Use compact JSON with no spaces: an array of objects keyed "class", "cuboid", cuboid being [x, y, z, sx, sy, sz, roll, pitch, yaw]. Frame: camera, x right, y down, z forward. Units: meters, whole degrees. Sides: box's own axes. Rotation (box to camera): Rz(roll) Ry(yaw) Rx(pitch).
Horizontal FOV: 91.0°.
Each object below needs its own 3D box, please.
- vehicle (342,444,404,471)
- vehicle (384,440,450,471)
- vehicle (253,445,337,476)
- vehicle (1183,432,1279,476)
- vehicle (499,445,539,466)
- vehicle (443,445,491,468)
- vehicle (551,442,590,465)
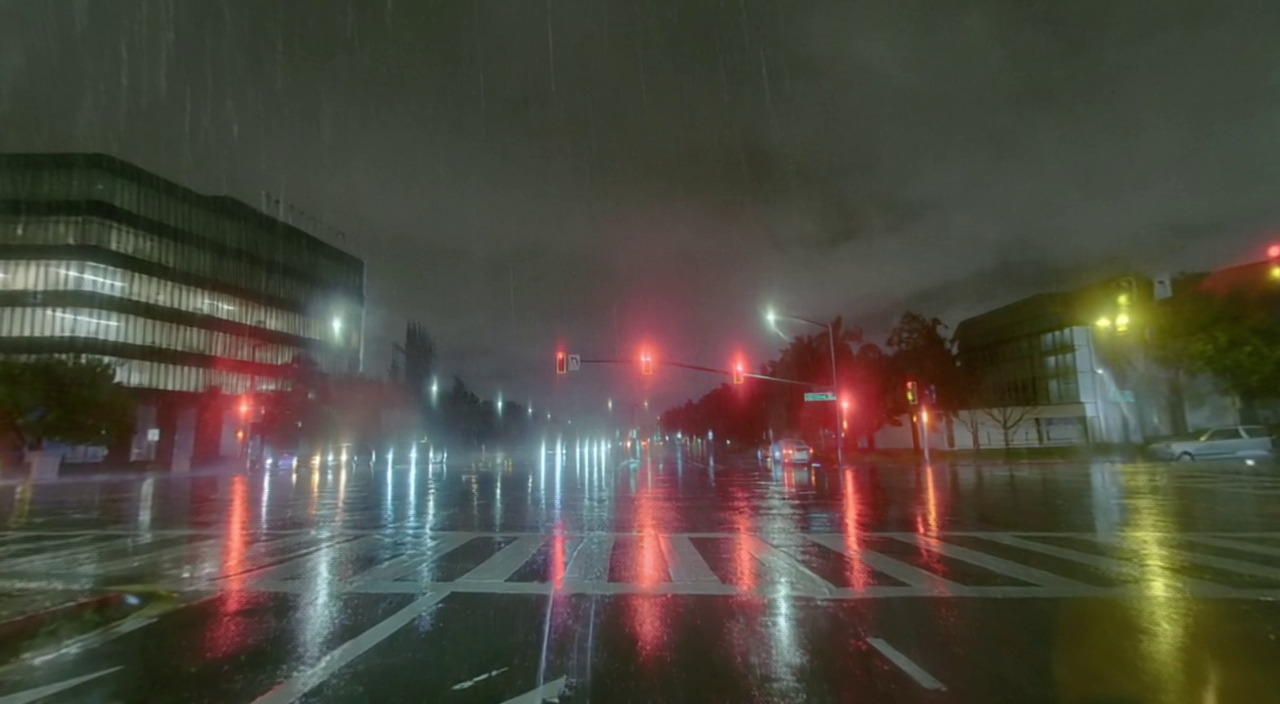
[{"class":"vehicle","cuboid":[-18.565,7.341,44.000,2.237,1.801,4.541,0,-9,1]},{"class":"vehicle","cuboid":[-15.152,7.038,43.165,2.340,1.946,5.450,0,-9,2]},{"class":"vehicle","cuboid":[-22.198,6.956,40.756,2.032,1.839,4.884,-2,-9,11]},{"class":"vehicle","cuboid":[22.309,3.579,22.251,4.474,1.477,1.908,0,-9,-3]},{"class":"vehicle","cuboid":[-8.118,7.004,42.616,1.910,1.321,3.692,0,-9,1]},{"class":"vehicle","cuboid":[-11.653,7.058,42.715,1.911,1.476,4.297,-1,-9,2]},{"class":"vehicle","cuboid":[-4.543,6.707,41.684,1.954,1.431,4.050,-1,-9,2]}]
